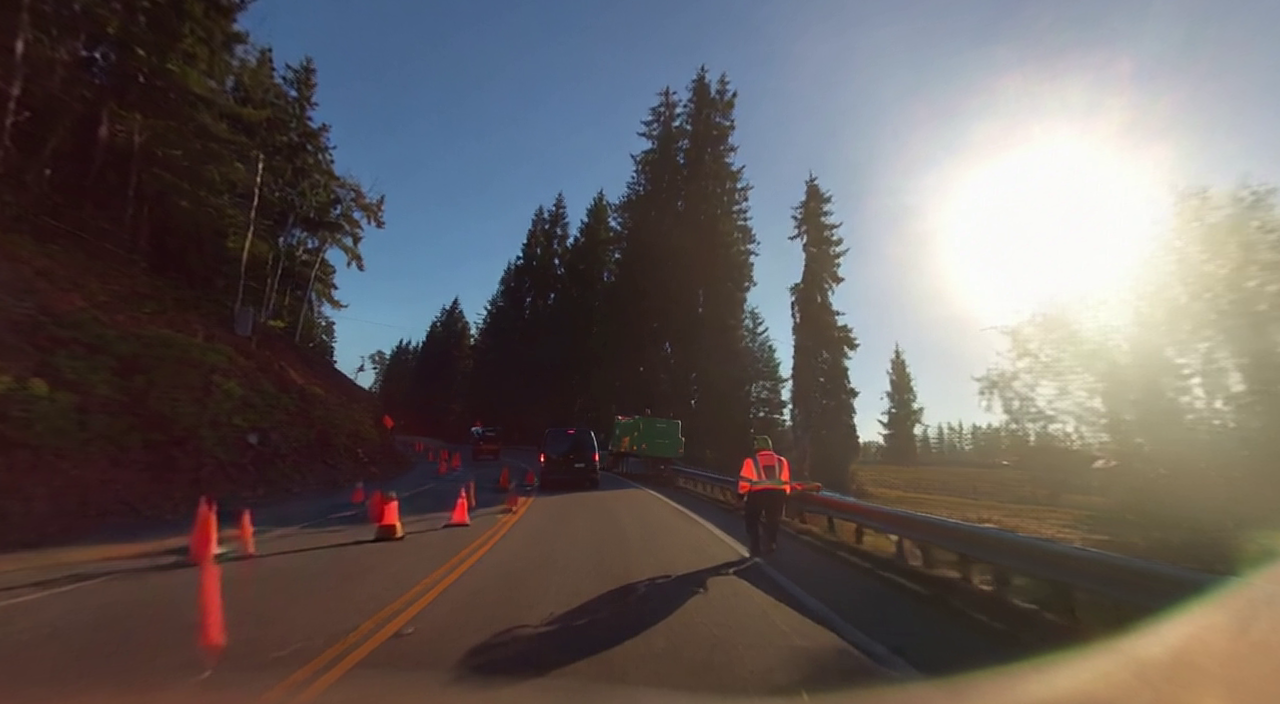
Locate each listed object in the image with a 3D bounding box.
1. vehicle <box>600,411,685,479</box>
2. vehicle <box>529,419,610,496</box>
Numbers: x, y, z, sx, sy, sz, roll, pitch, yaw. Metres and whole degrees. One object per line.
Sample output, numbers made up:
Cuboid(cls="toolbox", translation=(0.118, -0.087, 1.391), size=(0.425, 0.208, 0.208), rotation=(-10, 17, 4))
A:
Cuboid(cls="vehicle", translation=(-0.118, 5.147, 35.576), size=(3.126, 3.310, 8.534), rotation=(1, -8, -11))
Cuboid(cls="vehicle", translation=(-2.481, 3.468, 21.026), size=(2.362, 2.223, 4.892), rotation=(2, -9, -10))
